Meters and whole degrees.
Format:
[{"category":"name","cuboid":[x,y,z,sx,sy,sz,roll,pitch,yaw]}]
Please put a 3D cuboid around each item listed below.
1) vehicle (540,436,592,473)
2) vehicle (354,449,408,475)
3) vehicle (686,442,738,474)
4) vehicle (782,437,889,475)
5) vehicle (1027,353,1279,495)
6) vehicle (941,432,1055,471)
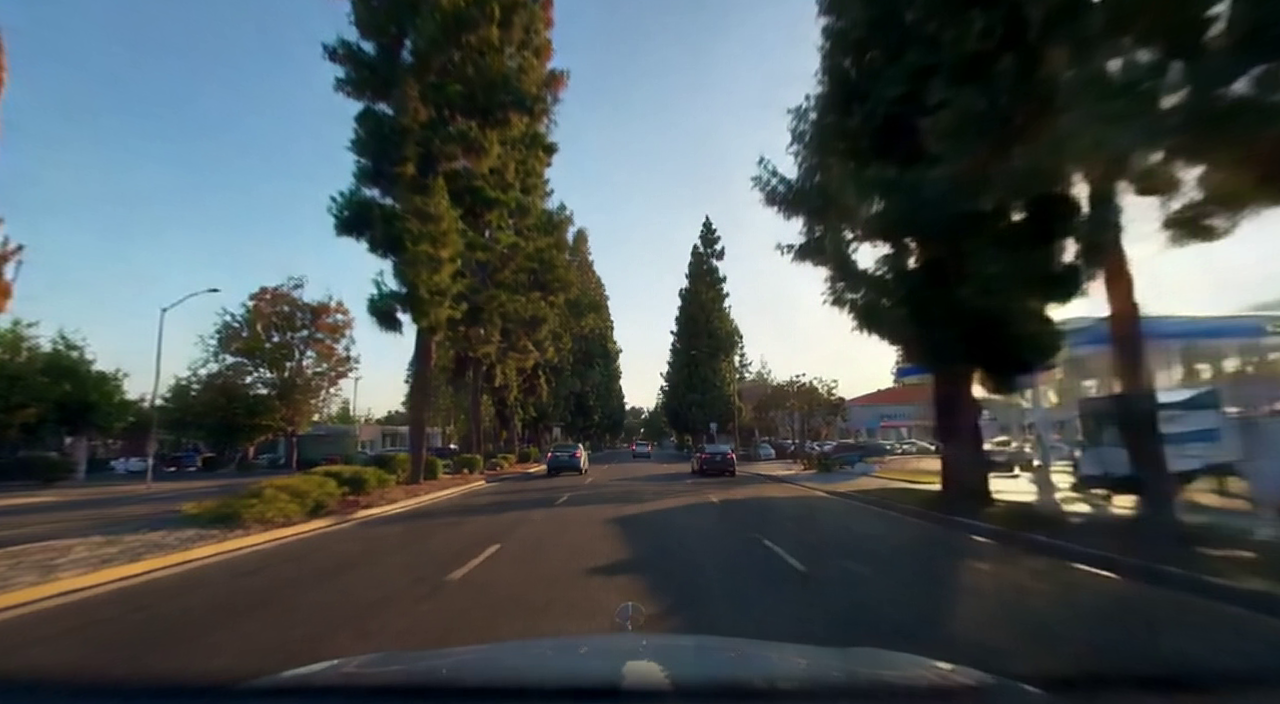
[{"category":"vehicle","cuboid":[-3.621,5.105,31.591,2.051,1.747,4.370,0,-8,1]},{"category":"vehicle","cuboid":[-16.046,6.764,38.969,1.839,1.478,4.437,7,-11,-38]},{"category":"vehicle","cuboid":[3.508,5.281,31.642,2.010,1.486,4.498,0,-8,-1]},{"category":"vehicle","cuboid":[9.554,5.098,31.045,4.526,1.768,2.056,1,-9,-9]},{"category":"vehicle","cuboid":[15.469,2.243,18.125,3.133,3.133,8.198,-1,-9,-2]},{"category":"vehicle","cuboid":[16.970,4.722,30.045,4.107,1.487,1.937,-5,-7,2]}]
